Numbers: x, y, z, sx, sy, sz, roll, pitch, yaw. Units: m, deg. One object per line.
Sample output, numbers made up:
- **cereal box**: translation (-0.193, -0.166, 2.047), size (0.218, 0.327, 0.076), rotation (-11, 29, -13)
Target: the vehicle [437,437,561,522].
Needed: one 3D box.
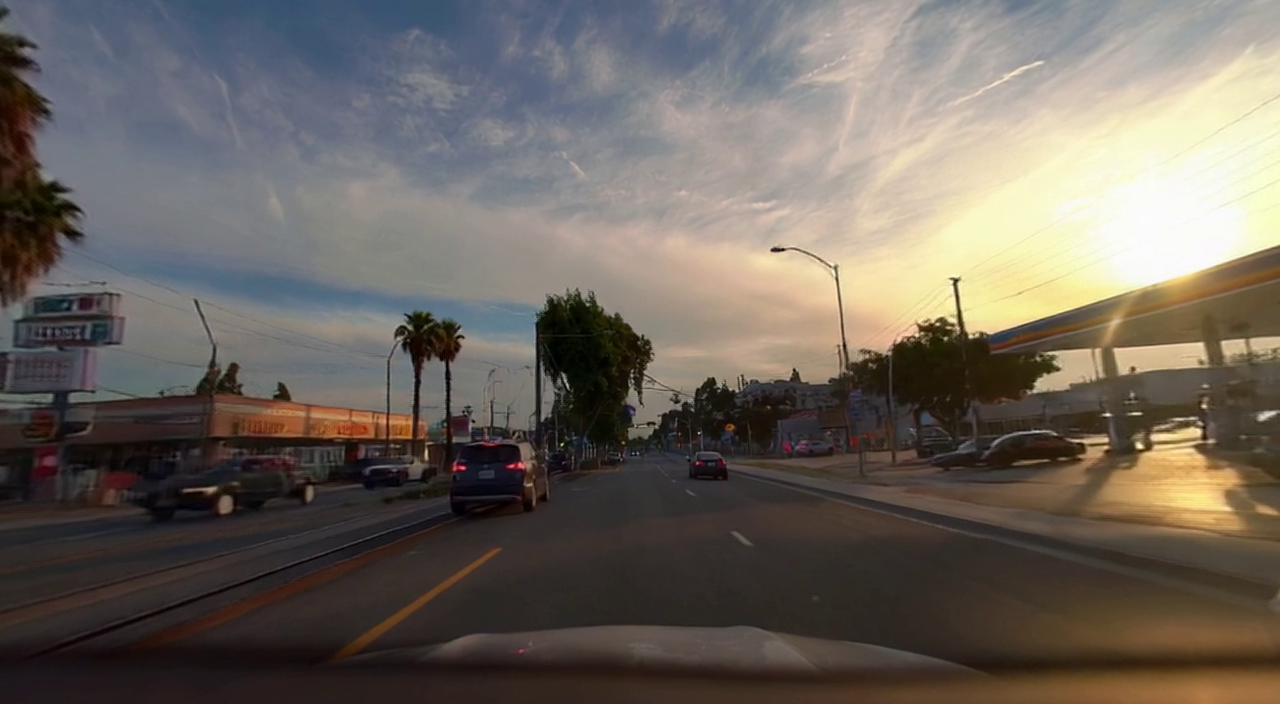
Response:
- **vehicle**: translation (-2.857, 2.669, 13.769), size (2.021, 1.550, 4.090), rotation (0, -9, -4)

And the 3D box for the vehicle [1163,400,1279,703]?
- **vehicle**: translation (3.479, 0.681, 0.830), size (1.987, 1.474, 4.198), rotation (0, -9, 1)

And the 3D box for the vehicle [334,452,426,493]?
- **vehicle**: translation (-11.371, 5.291, 28.042), size (1.940, 1.550, 4.525), rotation (0, -8, 3)

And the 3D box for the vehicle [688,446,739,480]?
- **vehicle**: translation (3.372, 5.198, 29.807), size (1.889, 1.448, 4.262), rotation (0, -9, 0)

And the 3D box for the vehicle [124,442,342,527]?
- **vehicle**: translation (-10.232, 3.327, 16.536), size (2.169, 1.853, 4.853), rotation (-1, -9, 5)
